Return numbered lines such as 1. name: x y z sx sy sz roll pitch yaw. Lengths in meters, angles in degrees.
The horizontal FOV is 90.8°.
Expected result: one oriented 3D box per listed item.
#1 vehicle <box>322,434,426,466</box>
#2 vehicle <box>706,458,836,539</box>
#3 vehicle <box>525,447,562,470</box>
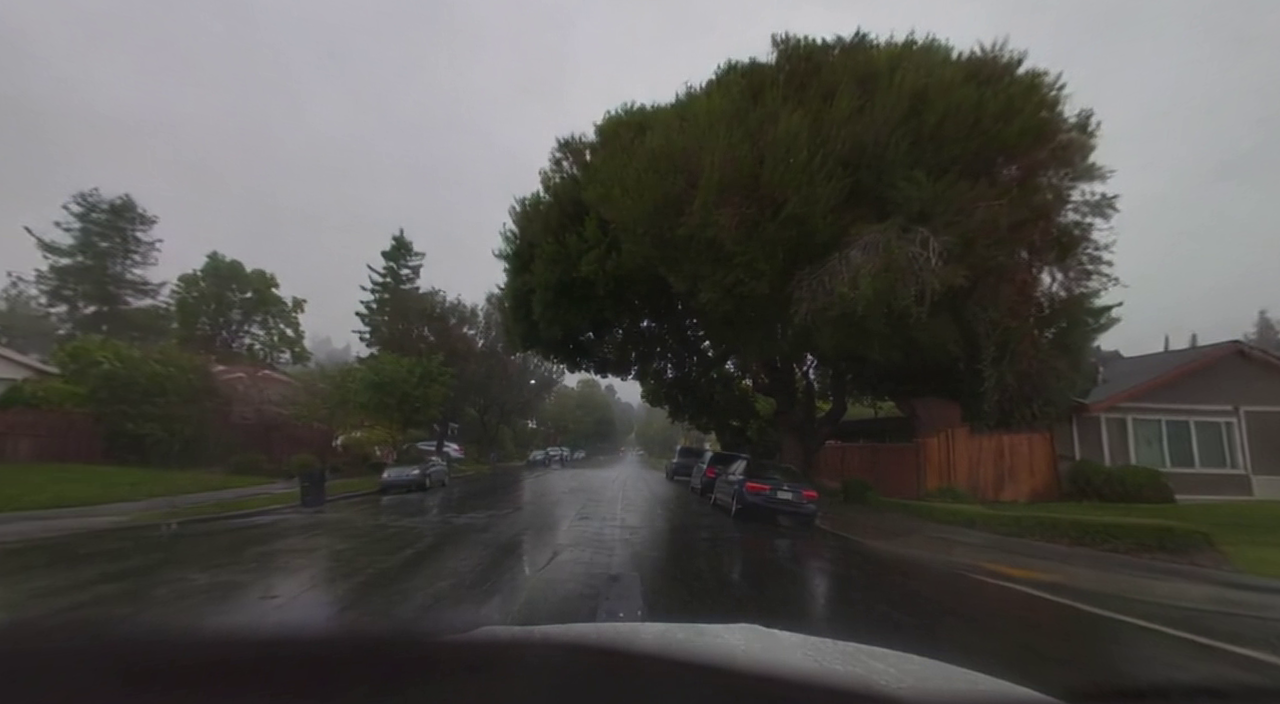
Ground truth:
1. vehicle: -13.499 5.028 32.308 4.423 1.522 1.961 1 -9 -2
2. vehicle: 2.802 3.243 14.550 1.881 1.487 4.183 1 -9 -3
3. vehicle: -7.472 8.265 49.376 1.988 1.653 4.351 -1 -8 4
